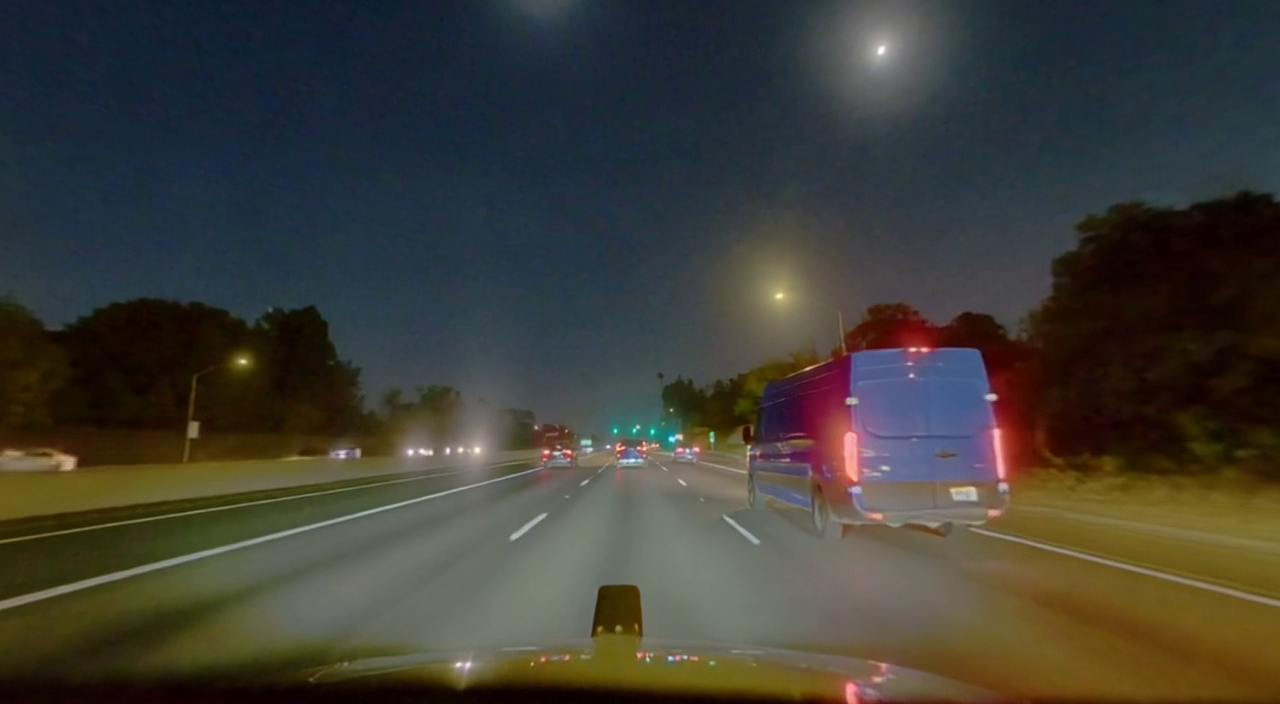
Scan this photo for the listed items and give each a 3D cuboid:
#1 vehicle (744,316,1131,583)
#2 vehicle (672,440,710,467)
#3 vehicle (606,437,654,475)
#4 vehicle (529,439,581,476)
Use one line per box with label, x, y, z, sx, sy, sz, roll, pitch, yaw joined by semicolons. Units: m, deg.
vehicle;3.553;1.440;9.737;2.631;2.709;6.496;0;-8;-1
vehicle;3.454;6.983;43.621;2.160;1.759;4.214;0;-8;-2
vehicle;-0.489;5.343;32.717;2.297;1.783;4.355;0;-8;0
vehicle;-4.227;5.309;32.022;2.023;1.709;4.263;0;-8;0
